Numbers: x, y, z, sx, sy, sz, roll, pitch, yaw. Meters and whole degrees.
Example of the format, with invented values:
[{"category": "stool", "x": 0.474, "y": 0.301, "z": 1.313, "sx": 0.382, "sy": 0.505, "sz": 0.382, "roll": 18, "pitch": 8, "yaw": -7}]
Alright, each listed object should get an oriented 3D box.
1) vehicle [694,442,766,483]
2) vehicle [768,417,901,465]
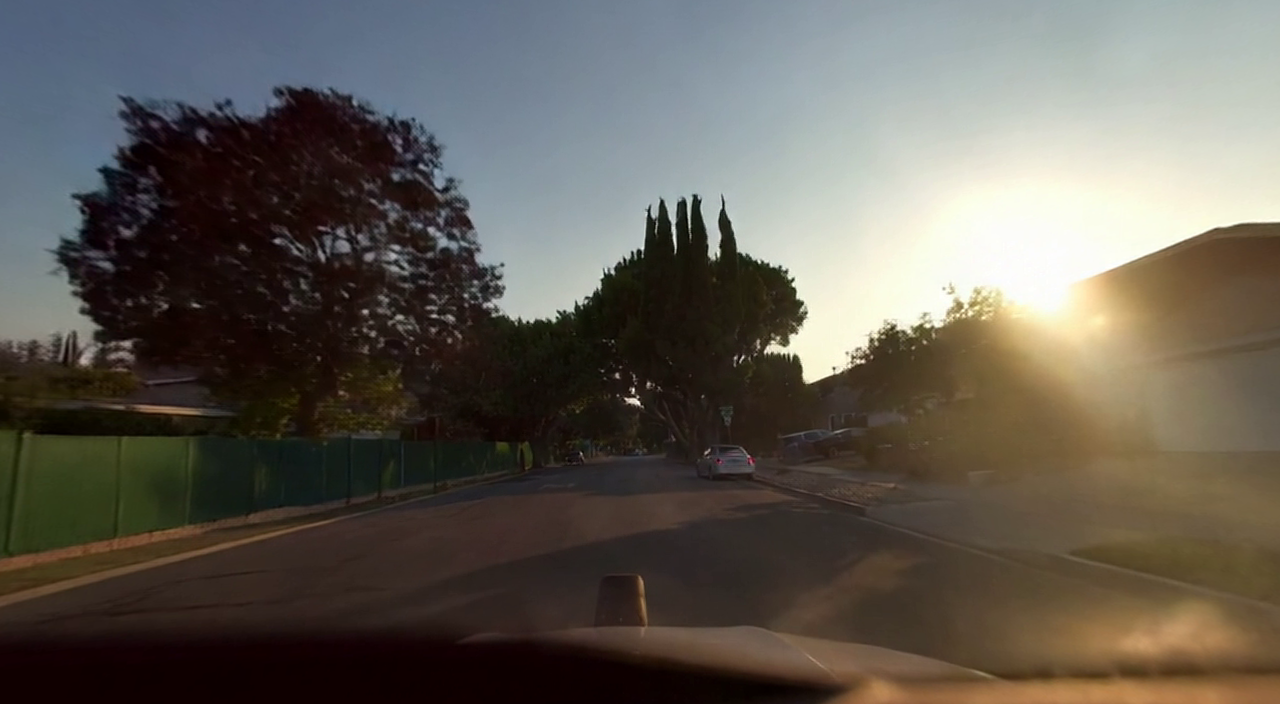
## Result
[{"category": "vehicle", "x": 3.601, "y": 4.508, "z": 26.212, "sx": 2.051, "sy": 1.524, "sz": 5.047, "roll": 0, "pitch": -8, "yaw": -2}, {"category": "vehicle", "x": 9.787, "y": 4.572, "z": 32.261, "sx": 5.935, "sy": 1.911, "sz": 2.236, "roll": -4, "pitch": -10, "yaw": 0}]
